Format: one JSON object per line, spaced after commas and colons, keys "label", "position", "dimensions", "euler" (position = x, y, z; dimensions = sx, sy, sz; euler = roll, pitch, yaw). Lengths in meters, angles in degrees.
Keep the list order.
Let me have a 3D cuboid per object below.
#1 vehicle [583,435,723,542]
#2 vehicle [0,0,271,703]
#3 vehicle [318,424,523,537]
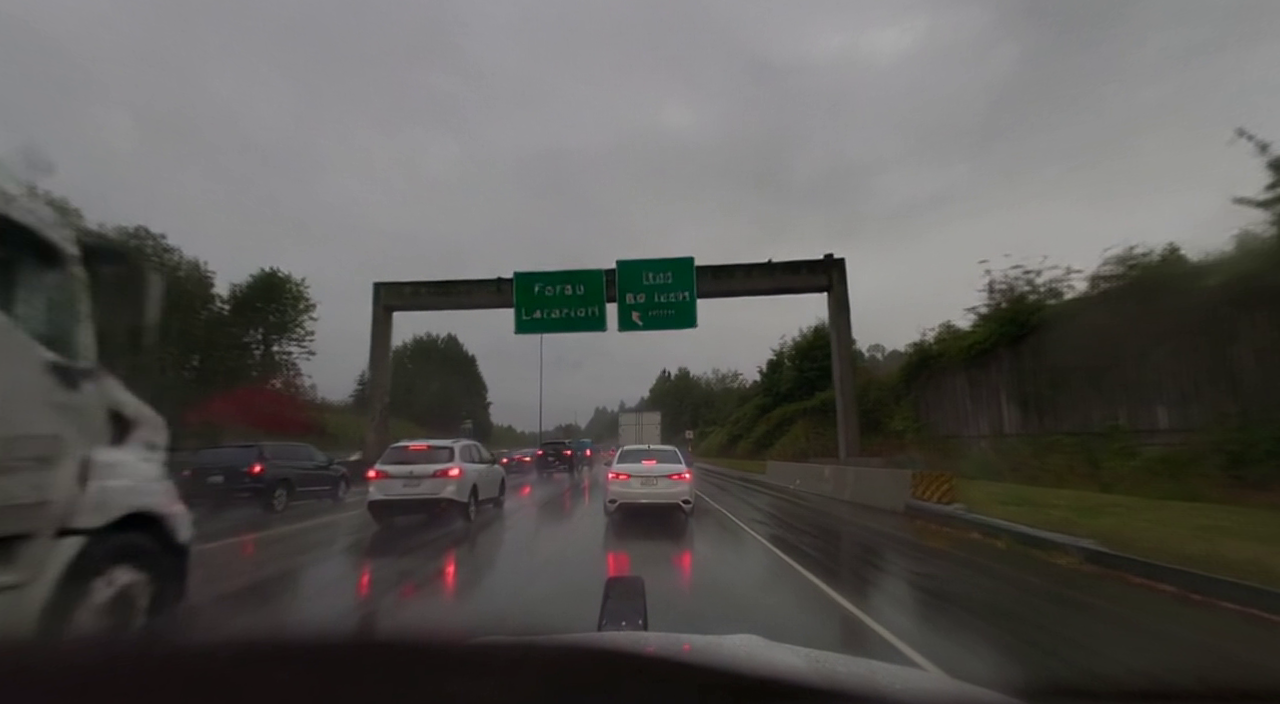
{"label": "vehicle", "position": [0.163, 2.213, 10.733], "dimensions": [1.995, 1.495, 3.380], "euler": [0, -9, -1]}
{"label": "vehicle", "position": [-3.884, -0.285, 0.119], "dimensions": [2.832, 3.293, 7.782], "euler": [0, -9, 0]}
{"label": "vehicle", "position": [-3.638, 2.230, 11.505], "dimensions": [2.165, 1.638, 4.317], "euler": [0, -9, 0]}
